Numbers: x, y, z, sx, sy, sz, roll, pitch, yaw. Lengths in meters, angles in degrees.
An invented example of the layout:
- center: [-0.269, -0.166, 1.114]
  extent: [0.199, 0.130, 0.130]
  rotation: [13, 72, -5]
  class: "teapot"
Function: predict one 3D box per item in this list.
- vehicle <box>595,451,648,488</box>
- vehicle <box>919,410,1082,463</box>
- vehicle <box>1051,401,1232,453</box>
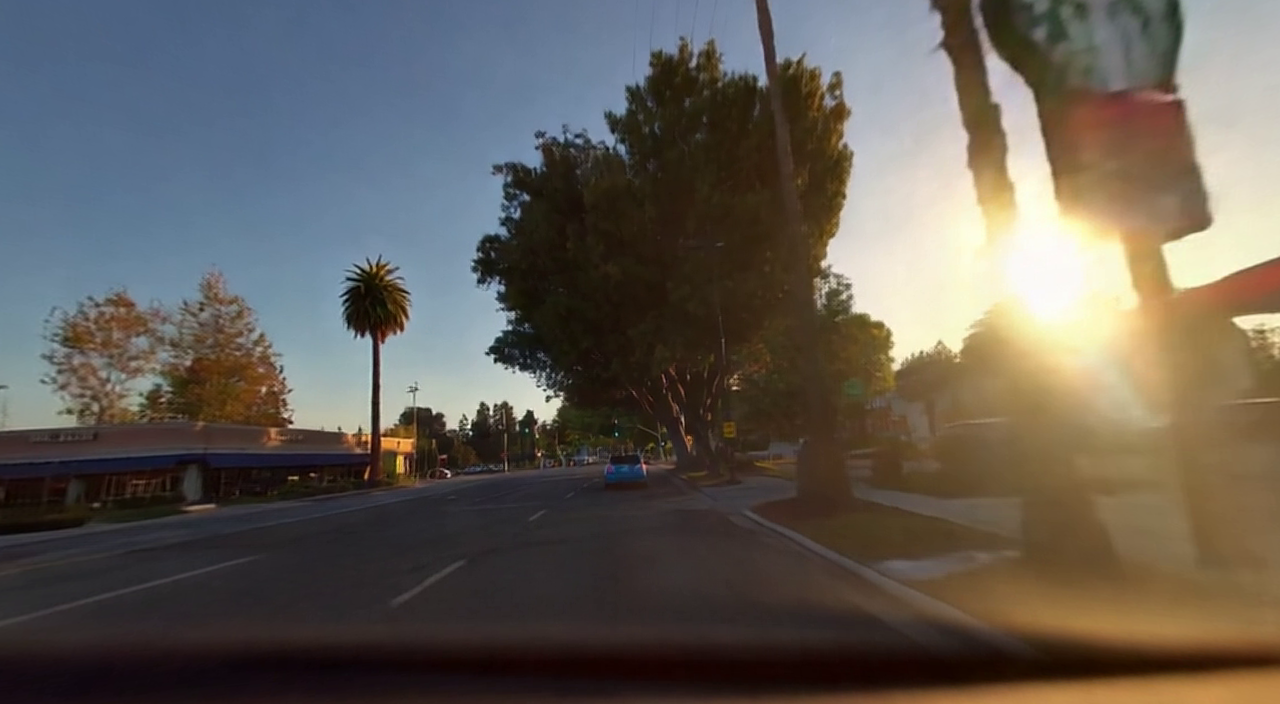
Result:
- center: [-0.788, 5.183, 28.142]
  extent: [2.156, 1.462, 4.495]
  rotation: [0, -9, -1]
  class: "vehicle"
- center: [12.571, 3.074, 22.360]
  extent: [1.873, 1.657, 4.557]
  rotation: [5, -11, -30]
  class: "vehicle"
- center: [17.815, 2.789, 22.714]
  extent: [1.856, 1.665, 4.574]
  rotation: [5, -11, -32]
  class: "vehicle"
